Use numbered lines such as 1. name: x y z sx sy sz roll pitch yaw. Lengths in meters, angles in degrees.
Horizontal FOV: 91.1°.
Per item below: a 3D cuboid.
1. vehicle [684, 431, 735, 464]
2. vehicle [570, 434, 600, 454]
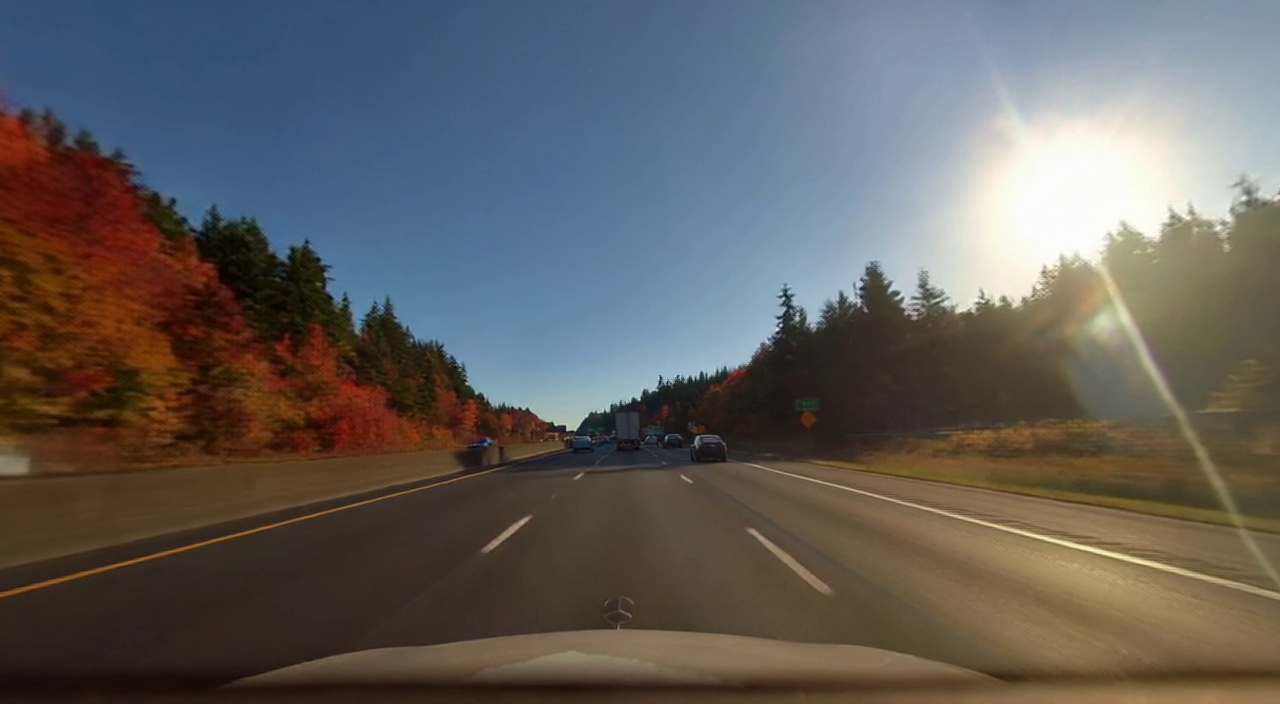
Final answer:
1. vehicle: 3.329 4.673 30.953 1.882 1.492 3.958 0 -8 -2
2. vehicle: -4.183 7.029 48.188 2.027 1.501 3.920 0 -8 -1
